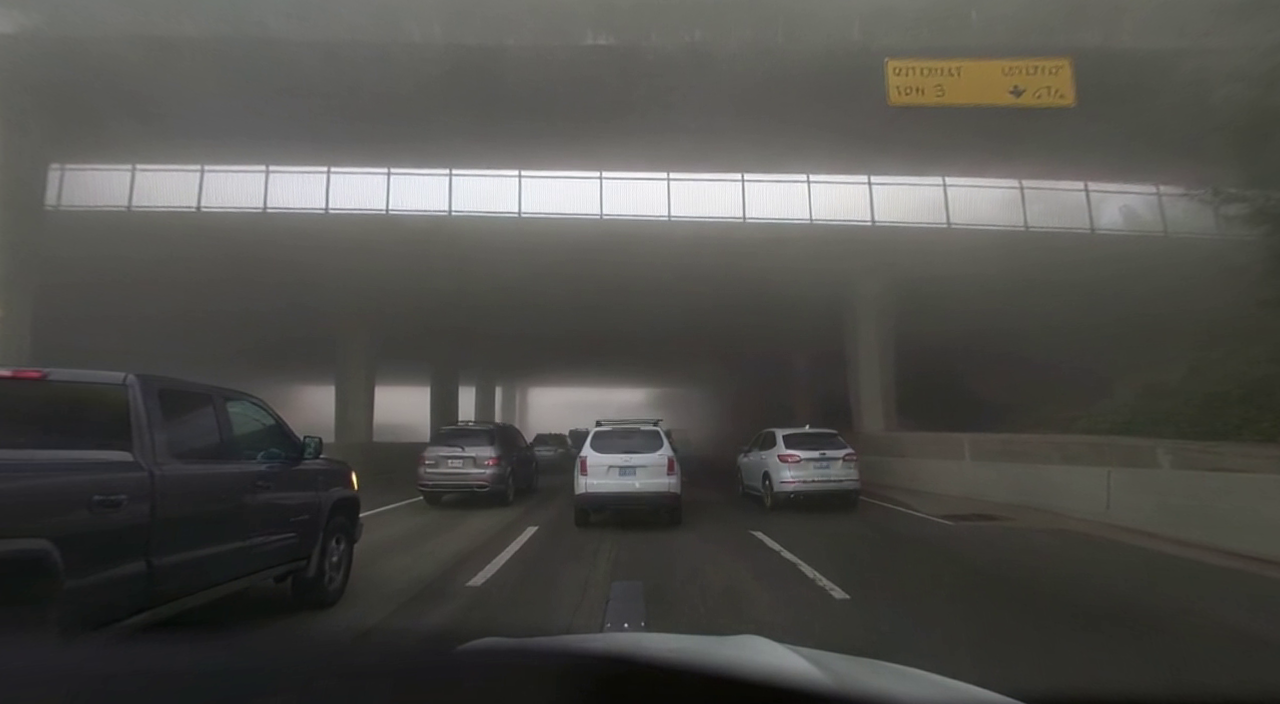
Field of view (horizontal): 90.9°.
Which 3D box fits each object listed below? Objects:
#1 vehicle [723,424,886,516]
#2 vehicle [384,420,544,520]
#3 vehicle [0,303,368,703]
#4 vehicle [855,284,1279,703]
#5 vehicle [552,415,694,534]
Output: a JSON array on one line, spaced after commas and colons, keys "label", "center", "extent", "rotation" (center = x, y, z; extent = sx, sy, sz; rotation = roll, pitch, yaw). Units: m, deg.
[{"label": "vehicle", "center": [3.456, 2.629, 14.621], "extent": [2.234, 1.720, 5.378], "rotation": [0, -8, -1]}, {"label": "vehicle", "center": [-3.366, 2.343, 12.999], "extent": [2.127, 1.720, 4.064], "rotation": [0, -8, 0]}, {"label": "vehicle", "center": [-3.424, 0.840, 3.077], "extent": [2.074, 1.814, 4.596], "rotation": [0, -8, 0]}, {"label": "vehicle", "center": [3.691, 1.049, 4.807], "extent": [2.401, 1.968, 4.841], "rotation": [0, -8, 0]}, {"label": "vehicle", "center": [-0.291, 2.104, 11.335], "extent": [2.097, 1.748, 3.794], "rotation": [0, -8, -1]}]
